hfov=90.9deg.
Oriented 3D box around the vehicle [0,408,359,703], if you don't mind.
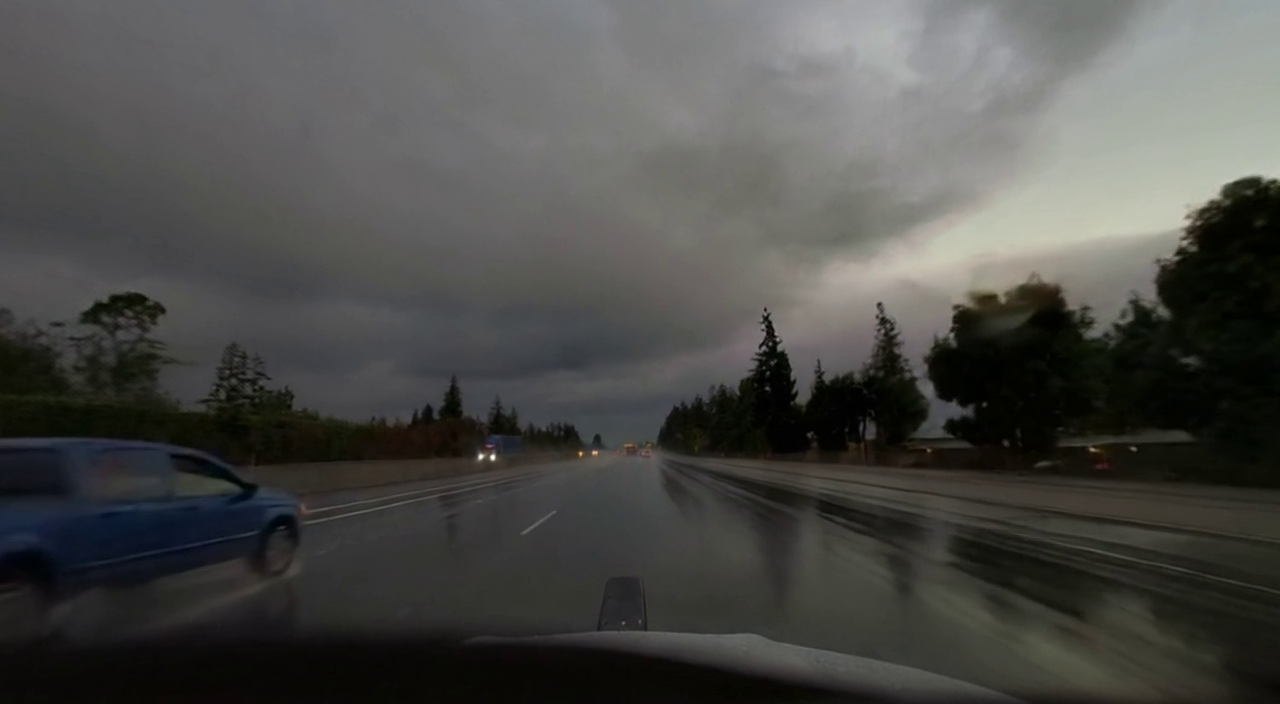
[{"bbox_3d":[-4.178,1.219,4.157,2.128,1.521,5.409,0,-9,0],"label":"vehicle"}]
